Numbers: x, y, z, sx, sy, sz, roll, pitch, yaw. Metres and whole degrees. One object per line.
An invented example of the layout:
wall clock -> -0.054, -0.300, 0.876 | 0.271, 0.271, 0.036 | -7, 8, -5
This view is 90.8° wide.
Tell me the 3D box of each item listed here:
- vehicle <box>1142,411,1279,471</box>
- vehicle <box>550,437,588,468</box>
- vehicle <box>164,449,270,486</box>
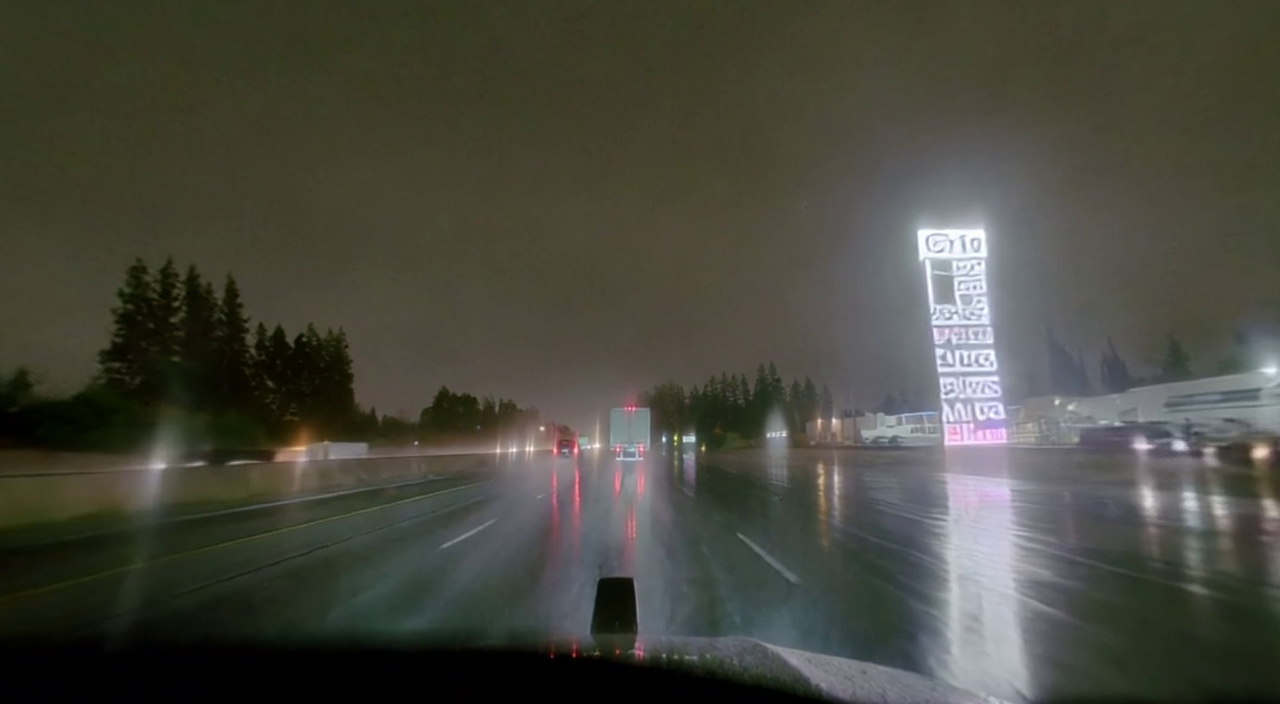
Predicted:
vehicle -> 29.101, 4.573, 32.466 | 2.277, 2.699, 7.384 | -3, -9, 15
vehicle -> -4.728, 6.803, 42.829 | 2.095, 1.930, 4.680 | 0, -8, 0
vehicle -> -20.028, 5.462, 30.219 | 1.988, 1.555, 4.556 | 0, -8, -1
